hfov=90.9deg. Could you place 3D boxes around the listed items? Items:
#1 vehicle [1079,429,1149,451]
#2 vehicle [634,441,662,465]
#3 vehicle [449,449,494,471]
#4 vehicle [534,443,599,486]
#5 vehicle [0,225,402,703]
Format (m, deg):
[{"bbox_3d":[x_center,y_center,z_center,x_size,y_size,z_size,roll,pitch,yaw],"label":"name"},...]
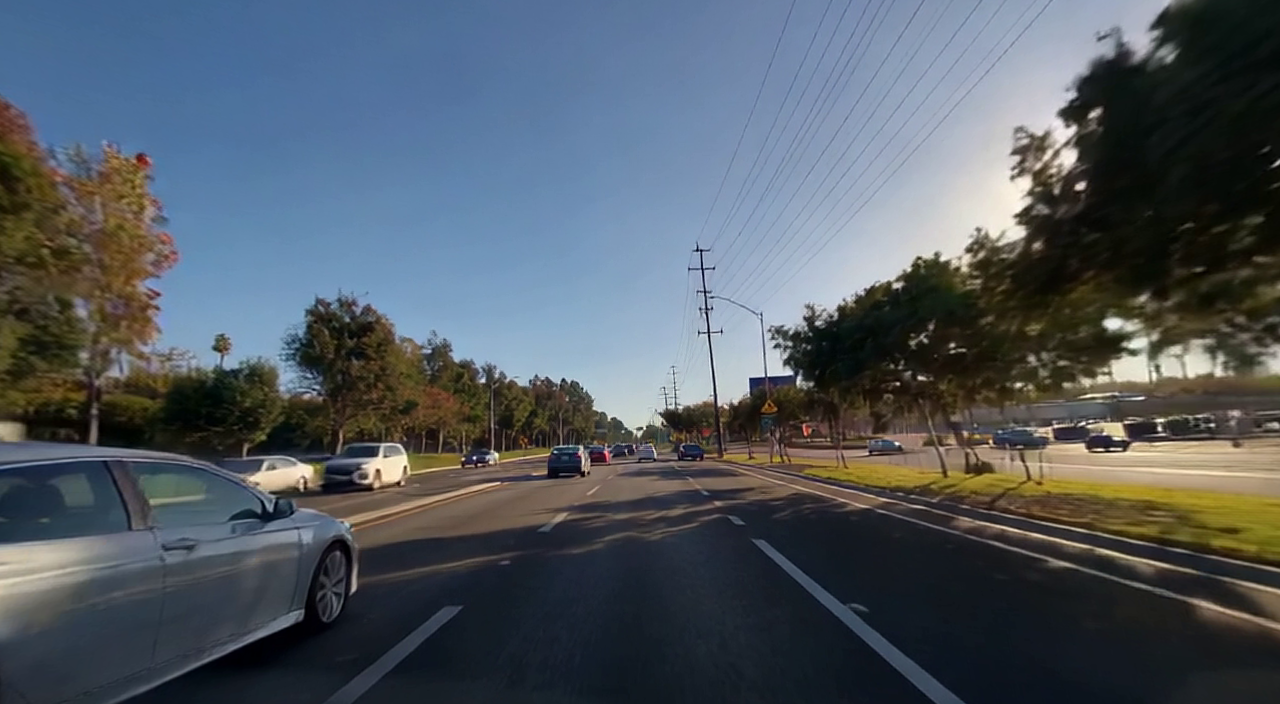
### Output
[{"bbox_3d":[34.208,6.342,45.463,4.290,1.547,1.899,3,-9,-21],"label":"vehicle"},{"bbox_3d":[0.610,7.906,49.624,2.155,1.781,3.977,0,-9,0],"label":"vehicle"},{"bbox_3d":[-12.376,7.973,46.612,2.089,1.489,4.426,0,-9,1],"label":"vehicle"},{"bbox_3d":[-2.701,4.246,24.077,1.982,1.451,4.152,0,-9,0],"label":"vehicle"},{"bbox_3d":[-3.041,0.645,1.926,2.381,1.961,5.563,0,-9,1],"label":"vehicle"}]
